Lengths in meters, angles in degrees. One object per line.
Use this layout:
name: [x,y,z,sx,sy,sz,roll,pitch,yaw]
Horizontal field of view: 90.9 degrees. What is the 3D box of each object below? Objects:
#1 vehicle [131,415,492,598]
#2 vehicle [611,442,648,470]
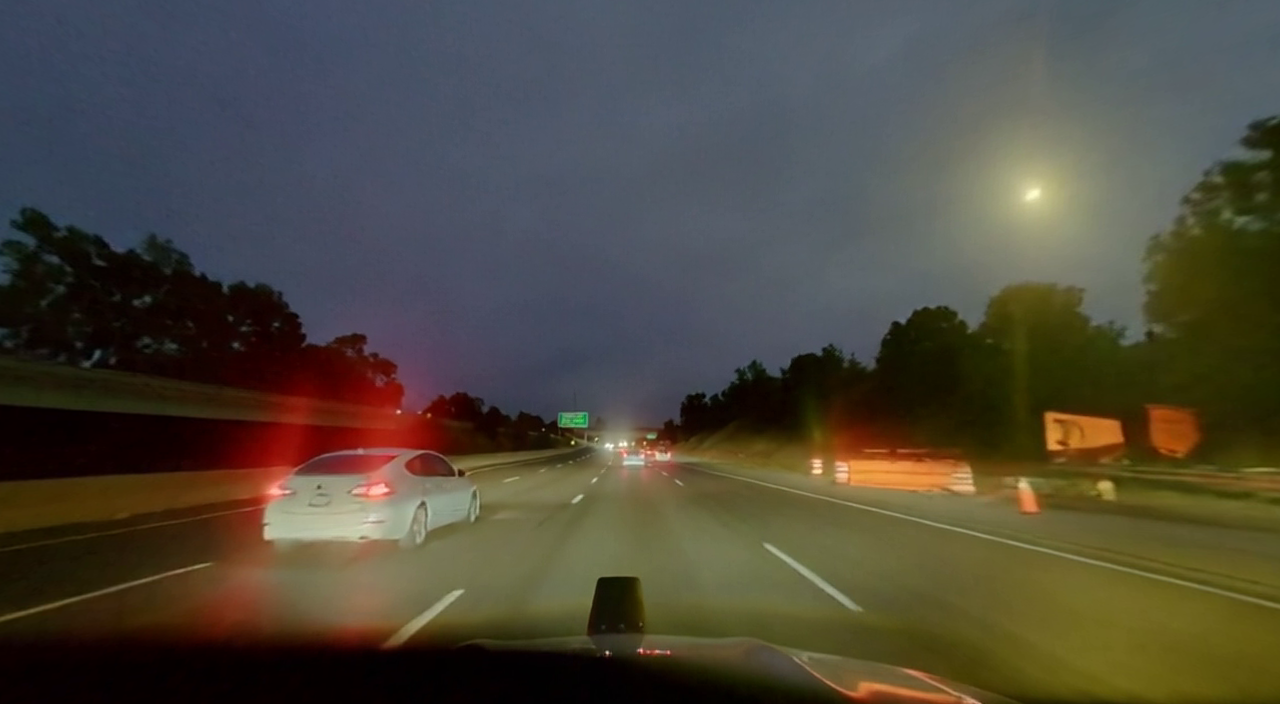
vehicle: [-3.572,1.764,8.201,2.114,1.650,4.730,0,-8,0]
vehicle: [-0.760,7.011,42.771,2.328,1.805,4.502,0,-8,-2]
